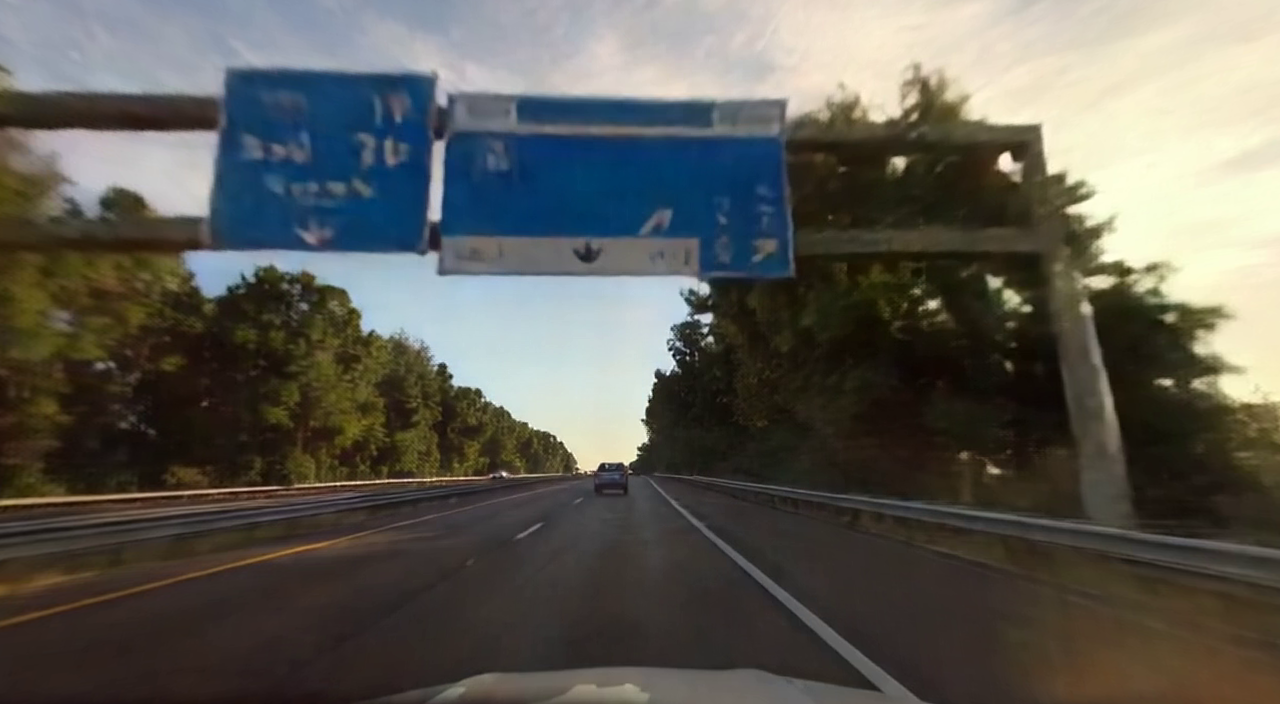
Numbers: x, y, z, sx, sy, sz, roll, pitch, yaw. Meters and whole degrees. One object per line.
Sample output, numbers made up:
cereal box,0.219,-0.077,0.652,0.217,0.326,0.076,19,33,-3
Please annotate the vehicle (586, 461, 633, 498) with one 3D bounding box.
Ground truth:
vehicle,-1.466,6.398,31.775,2.107,1.668,4.554,1,-11,0
